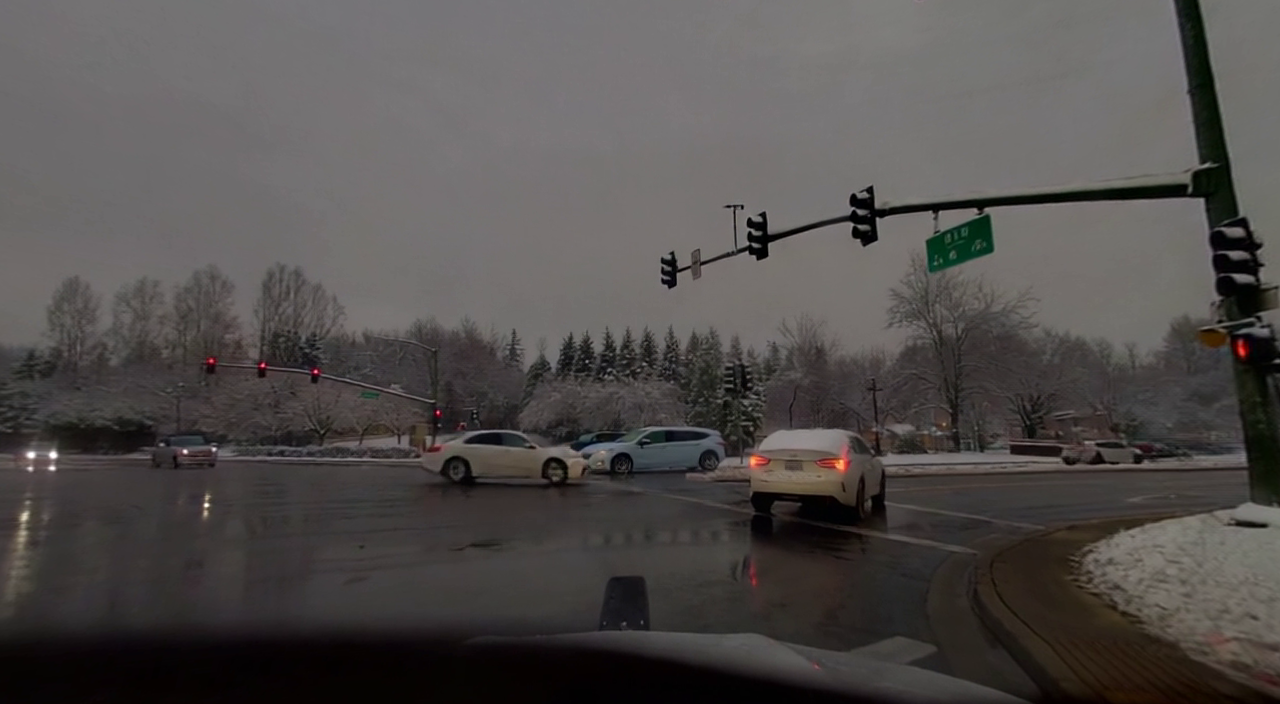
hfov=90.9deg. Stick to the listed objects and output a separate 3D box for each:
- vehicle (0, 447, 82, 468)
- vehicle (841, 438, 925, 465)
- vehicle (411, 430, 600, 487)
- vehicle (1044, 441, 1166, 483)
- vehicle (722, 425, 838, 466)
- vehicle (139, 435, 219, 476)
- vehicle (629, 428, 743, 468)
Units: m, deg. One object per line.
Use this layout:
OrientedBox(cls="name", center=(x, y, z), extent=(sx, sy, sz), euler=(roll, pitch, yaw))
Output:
OrientedBox(cls="vehicle", center=(-44.282, 7.734, 46.227), extent=(4.589, 1.462, 1.953), euler=(0, -8, -5))
OrientedBox(cls="vehicle", center=(13.877, 5.645, 35.918), extent=(4.457, 1.429, 1.862), euler=(4, -9, -26))
OrientedBox(cls="vehicle", center=(-3.636, 2.922, 17.445), extent=(4.686, 1.425, 2.018), euler=(-2, -8, 12))
OrientedBox(cls="vehicle", center=(17.251, 4.014, 23.338), extent=(4.425, 1.366, 1.865), euler=(4, -9, -29))
OrientedBox(cls="vehicle", center=(7.350, 4.927, 33.077), extent=(5.791, 1.964, 2.199), euler=(5, -9, -26))
OrientedBox(cls="vehicle", center=(-22.521, 4.972, 30.662), extent=(2.450, 1.807, 5.332), euler=(7, -11, -41))
OrientedBox(cls="vehicle", center=(1.945, 4.043, 26.729), extent=(4.483, 1.589, 1.852), euler=(4, -9, -26))
